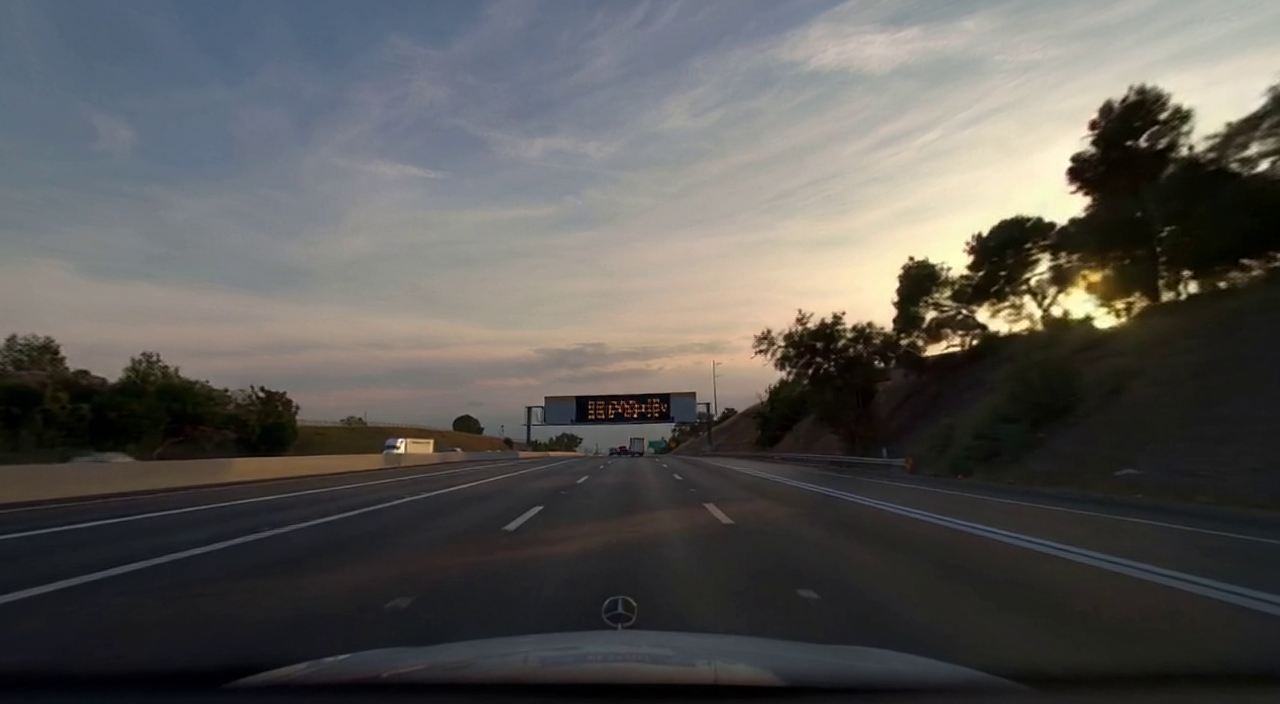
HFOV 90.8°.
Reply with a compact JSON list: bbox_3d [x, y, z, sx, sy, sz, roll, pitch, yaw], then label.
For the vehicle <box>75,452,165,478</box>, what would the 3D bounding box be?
[{"bbox_3d":[-33.454,7.266,40.833,1.820,1.499,4.637,0,-8,0],"label":"vehicle"}]
